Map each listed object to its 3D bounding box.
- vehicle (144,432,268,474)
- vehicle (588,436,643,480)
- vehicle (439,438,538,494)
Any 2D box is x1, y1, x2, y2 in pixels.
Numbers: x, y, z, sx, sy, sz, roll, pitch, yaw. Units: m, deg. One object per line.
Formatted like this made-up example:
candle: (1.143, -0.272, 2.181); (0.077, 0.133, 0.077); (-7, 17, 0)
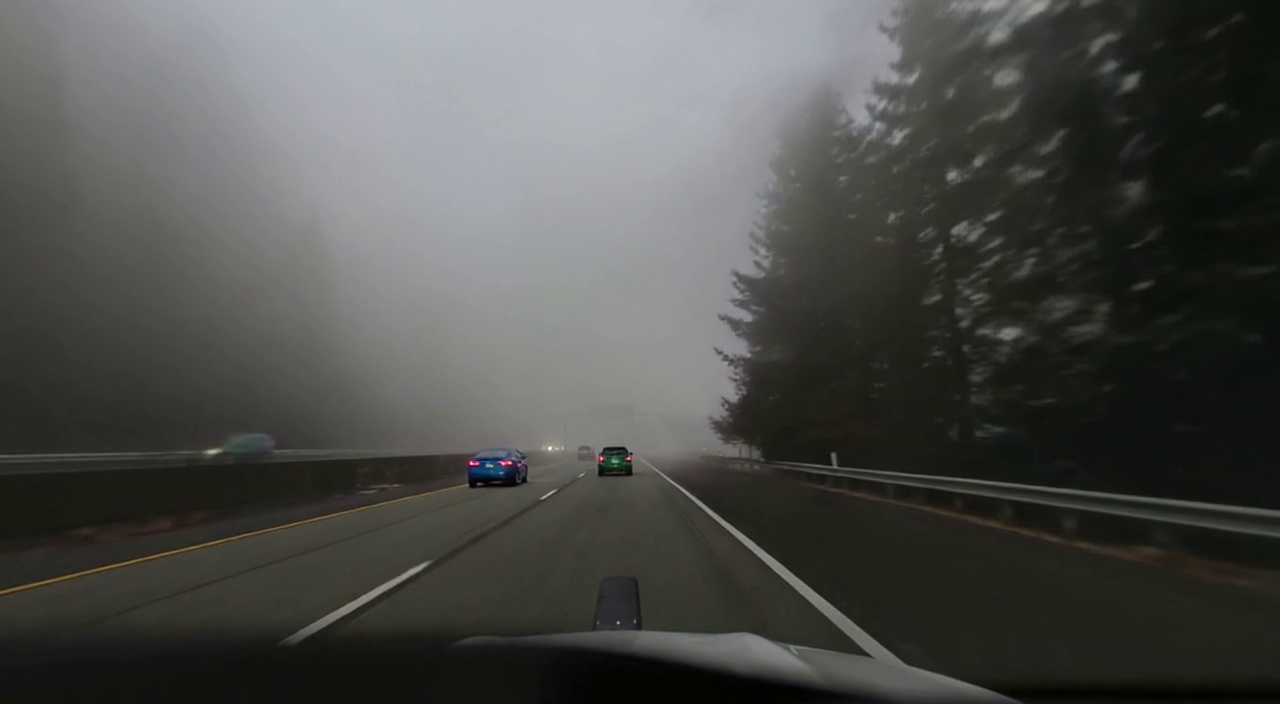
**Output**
vehicle: (-18.378, 4.317, 26.892); (1.993, 1.634, 4.730); (0, -9, -1)
vehicle: (-1.035, 4.573, 27.253); (2.220, 1.711, 4.056); (0, -9, -1)
vehicle: (-4.835, 3.707, 20.761); (2.103, 1.588, 4.709); (-1, -9, 0)
